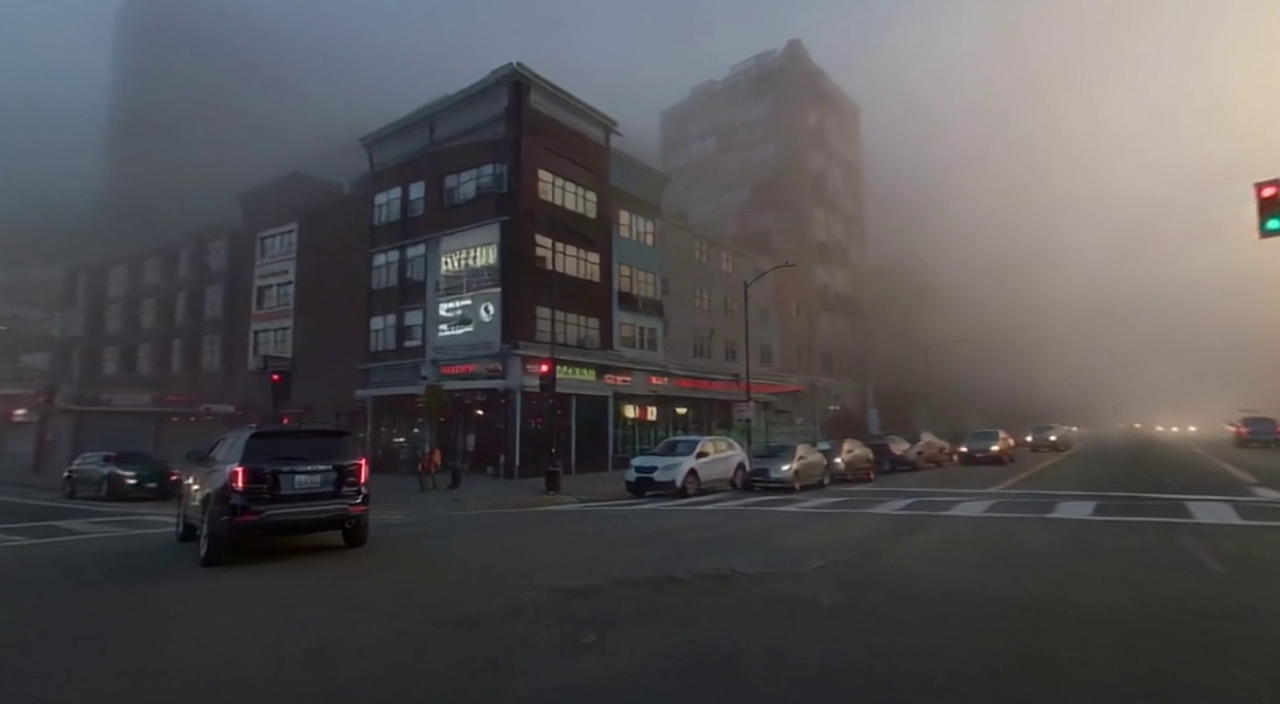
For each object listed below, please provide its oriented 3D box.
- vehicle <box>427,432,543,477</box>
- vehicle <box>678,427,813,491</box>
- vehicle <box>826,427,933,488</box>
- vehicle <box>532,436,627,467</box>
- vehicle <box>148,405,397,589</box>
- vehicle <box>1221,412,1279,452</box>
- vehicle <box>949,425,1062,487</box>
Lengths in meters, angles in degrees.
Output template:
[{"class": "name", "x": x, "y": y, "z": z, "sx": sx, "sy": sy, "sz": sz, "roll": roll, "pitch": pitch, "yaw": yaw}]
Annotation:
[{"class": "vehicle", "x": -6.398, "y": 4.201, "z": 25.967, "sx": 4.511, "sy": 1.670, "sz": 2.082, "roll": -6, "pitch": -12, "yaw": 35}, {"class": "vehicle", "x": 3.452, "y": 3.302, "z": 19.788, "sx": 1.993, "sy": 1.708, "sz": 5.219, "roll": -6, "pitch": -10, "yaw": 36}, {"class": "vehicle", "x": 7.126, "y": 3.067, "z": 18.549, "sx": 1.931, "sy": 1.561, "sz": 3.882, "roll": -6, "pitch": -10, "yaw": 35}, {"class": "vehicle", "x": -2.917, "y": 4.670, "z": 29.789, "sx": 4.286, "sy": 1.210, "sz": 1.877, "roll": -6, "pitch": -5, "yaw": 37}, {"class": "vehicle", "x": -5.421, "y": 1.843, "z": 8.978, "sx": 2.157, "sy": 1.863, "sz": 4.665, "roll": 7, "pitch": -11, "yaw": -39}, {"class": "vehicle", "x": 32.791, "y": 4.299, "z": 33.385, "sx": 2.115, "sy": 1.932, "sz": 5.189, "roll": -6, "pitch": -10, "yaw": 34}, {"class": "vehicle", "x": 10.365, "y": 2.885, "z": 17.709, "sx": 2.149, "sy": 1.487, "sz": 4.667, "roll": -6, "pitch": -10, "yaw": 36}]
